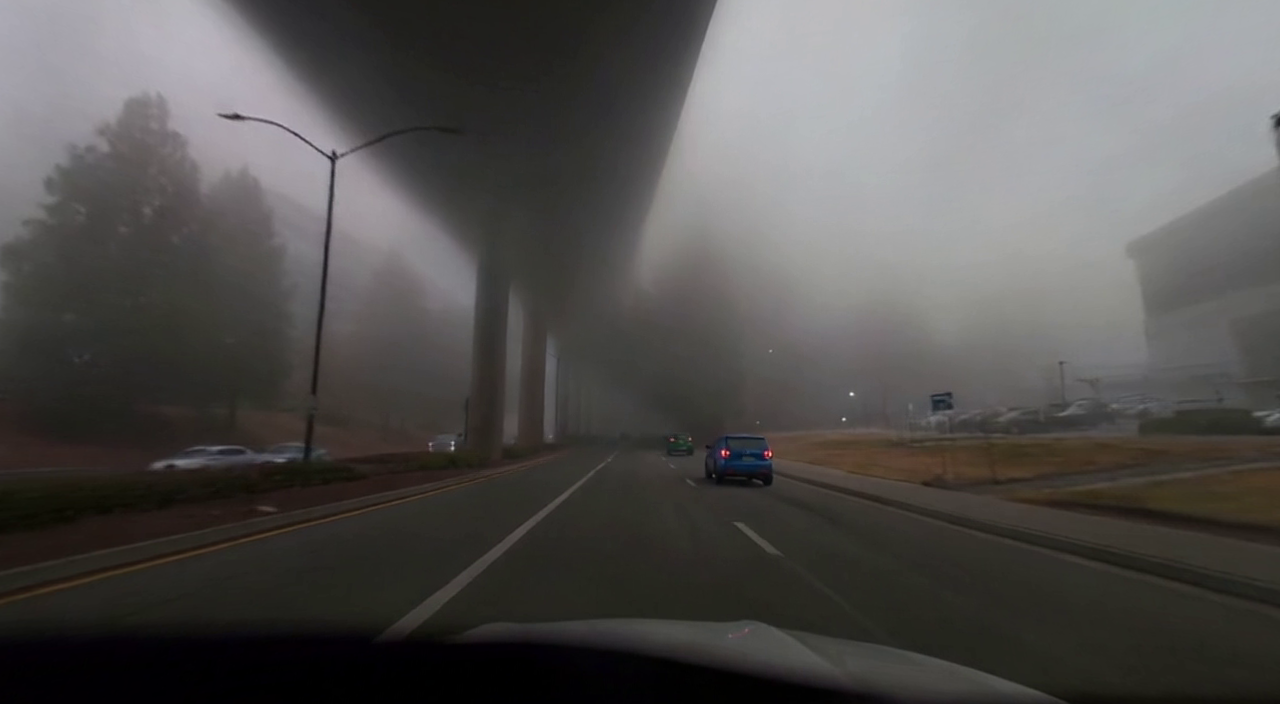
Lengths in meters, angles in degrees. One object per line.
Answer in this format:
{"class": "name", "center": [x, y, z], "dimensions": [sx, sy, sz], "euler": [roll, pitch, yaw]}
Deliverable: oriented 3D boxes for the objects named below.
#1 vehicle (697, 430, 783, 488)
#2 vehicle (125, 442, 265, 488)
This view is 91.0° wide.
{"class": "vehicle", "center": [3.191, 3.530, 21.117], "dimensions": [2.110, 1.712, 4.489], "euler": [0, -9, 0]}
{"class": "vehicle", "center": [-16.340, 4.144, 23.500], "dimensions": [1.967, 1.520, 4.542], "euler": [0, -9, -1]}
